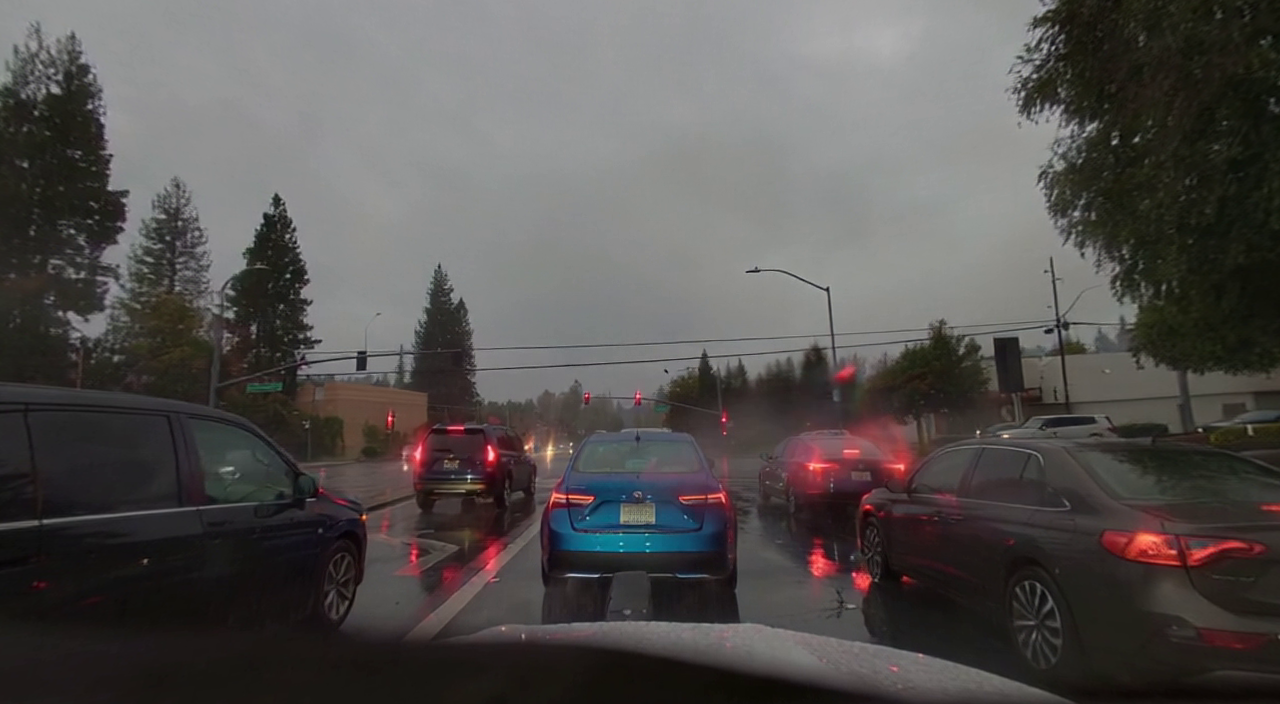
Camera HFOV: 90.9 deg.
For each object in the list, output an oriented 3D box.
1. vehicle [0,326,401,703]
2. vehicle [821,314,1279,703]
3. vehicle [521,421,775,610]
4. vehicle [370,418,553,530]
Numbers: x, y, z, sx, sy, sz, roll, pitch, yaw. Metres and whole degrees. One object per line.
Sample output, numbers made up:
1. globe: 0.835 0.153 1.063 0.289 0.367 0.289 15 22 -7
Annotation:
1. vehicle: -3.121 0.958 3.295 1.982 1.721 4.261 0 -8 1
2. vehicle: 3.220 1.105 4.738 2.141 1.833 4.704 0 -8 -2
3. vehicle: 0.025 1.600 7.072 2.021 1.490 3.948 0 -8 -1
4. vehicle: -3.183 2.298 12.445 2.117 1.772 4.619 0 -8 2
